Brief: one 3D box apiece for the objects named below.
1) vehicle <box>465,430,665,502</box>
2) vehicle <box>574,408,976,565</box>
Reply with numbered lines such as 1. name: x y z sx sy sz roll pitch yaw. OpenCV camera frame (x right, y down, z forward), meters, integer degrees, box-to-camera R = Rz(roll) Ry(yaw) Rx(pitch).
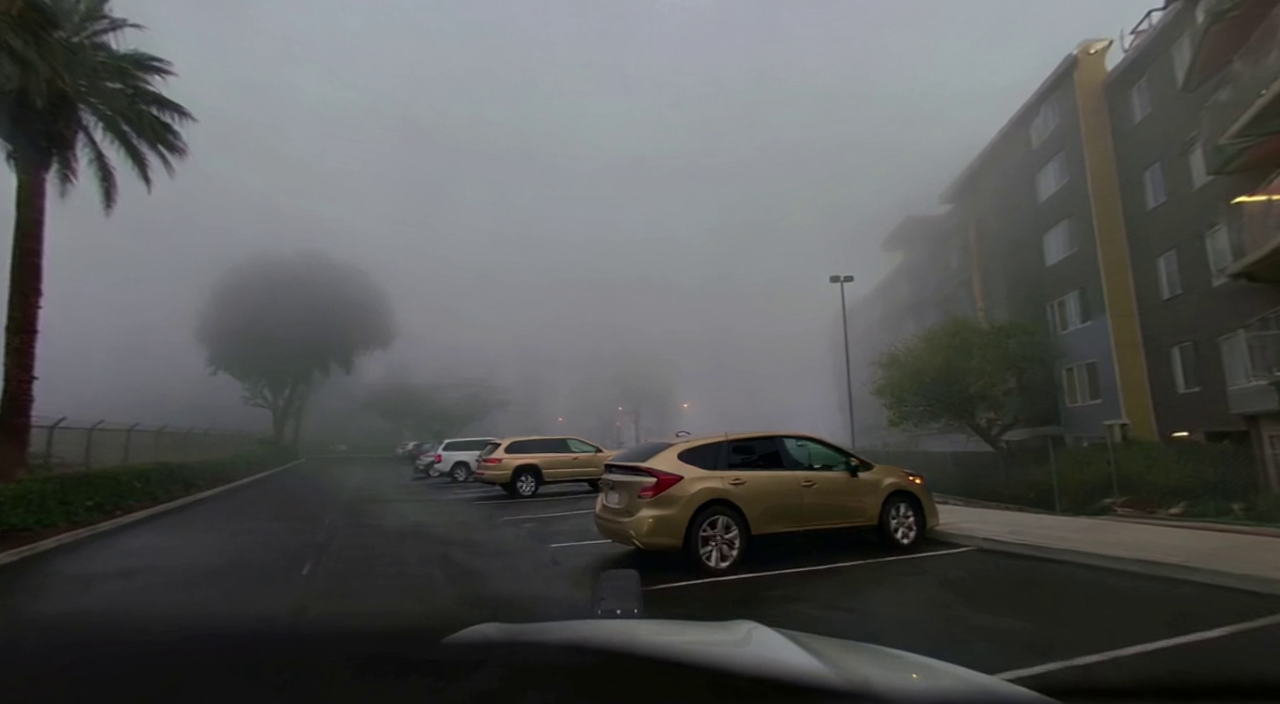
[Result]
1. vehicle: -2.133 3.249 18.450 5.381 1.826 2.047 4 -10 -27
2. vehicle: 1.767 1.787 8.103 4.803 1.520 1.894 7 -16 -26
